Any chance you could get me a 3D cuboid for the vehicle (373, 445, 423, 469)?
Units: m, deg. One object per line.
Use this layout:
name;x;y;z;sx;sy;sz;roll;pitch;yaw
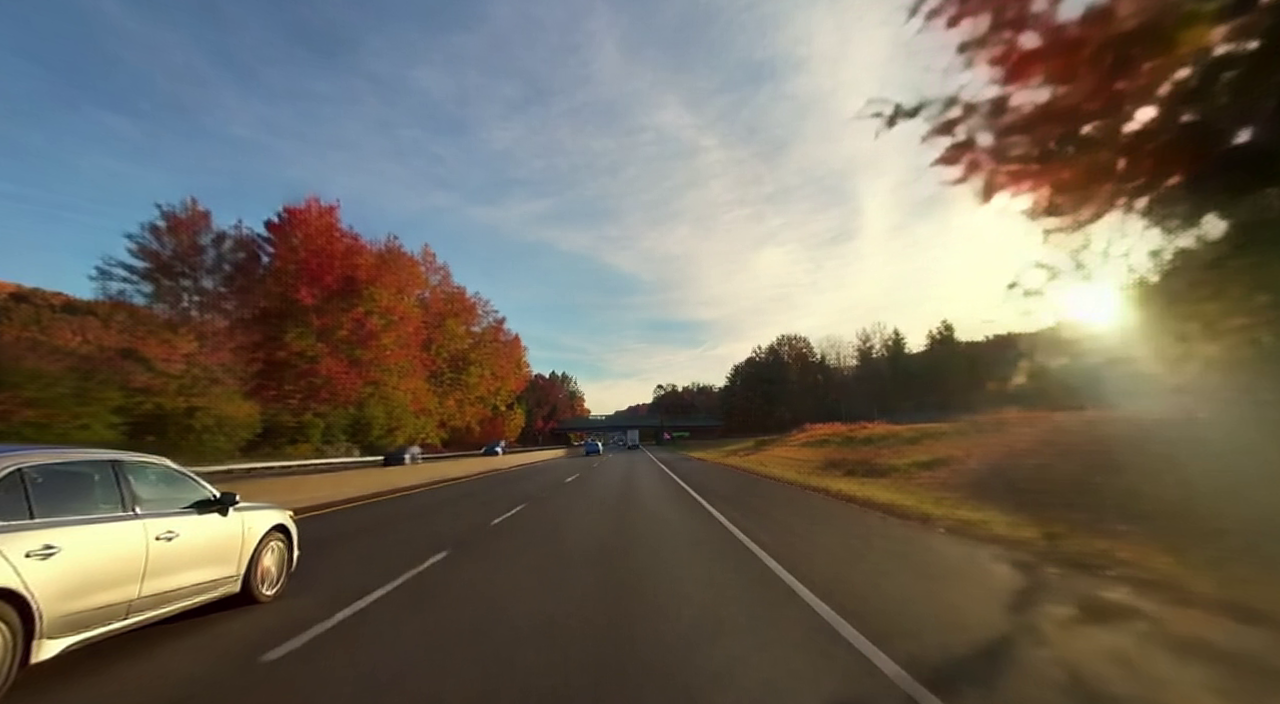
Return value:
vehicle;-15.923;6.892;41.617;1.757;1.474;3.876;0;-8;0
